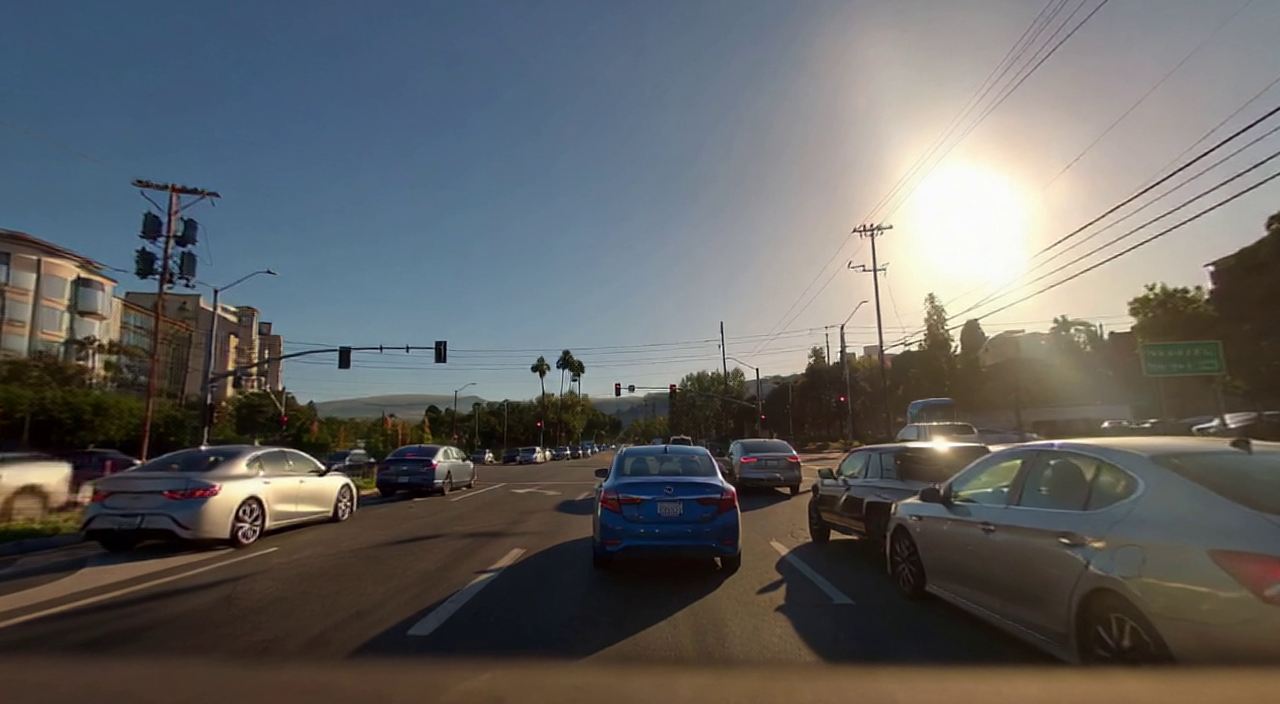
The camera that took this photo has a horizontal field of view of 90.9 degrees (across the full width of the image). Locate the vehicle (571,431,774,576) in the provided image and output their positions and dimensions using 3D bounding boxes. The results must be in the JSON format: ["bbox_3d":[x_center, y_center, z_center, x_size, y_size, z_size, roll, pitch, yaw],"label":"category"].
[{"bbox_3d":[0.328,1.872,8.613,2.109,1.483,3.964,0,-8,0],"label":"vehicle"}]

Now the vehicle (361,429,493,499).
[{"bbox_3d":[-6.241,3.331,19.281,2.070,1.824,5.196,-1,-8,2],"label":"vehicle"}]

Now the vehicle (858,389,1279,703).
[{"bbox_3d":[3.136,1.179,4.238,1.870,1.523,4.096,0,-8,0],"label":"vehicle"}]

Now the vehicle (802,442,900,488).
[{"bbox_3d":[7.283,3.911,22.258,1.867,1.459,4.436,0,-8,-1],"label":"vehicle"}]

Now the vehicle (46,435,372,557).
[{"bbox_3d":[-6.405,2.148,10.258,1.955,1.497,4.639,-1,-8,1],"label":"vehicle"}]
